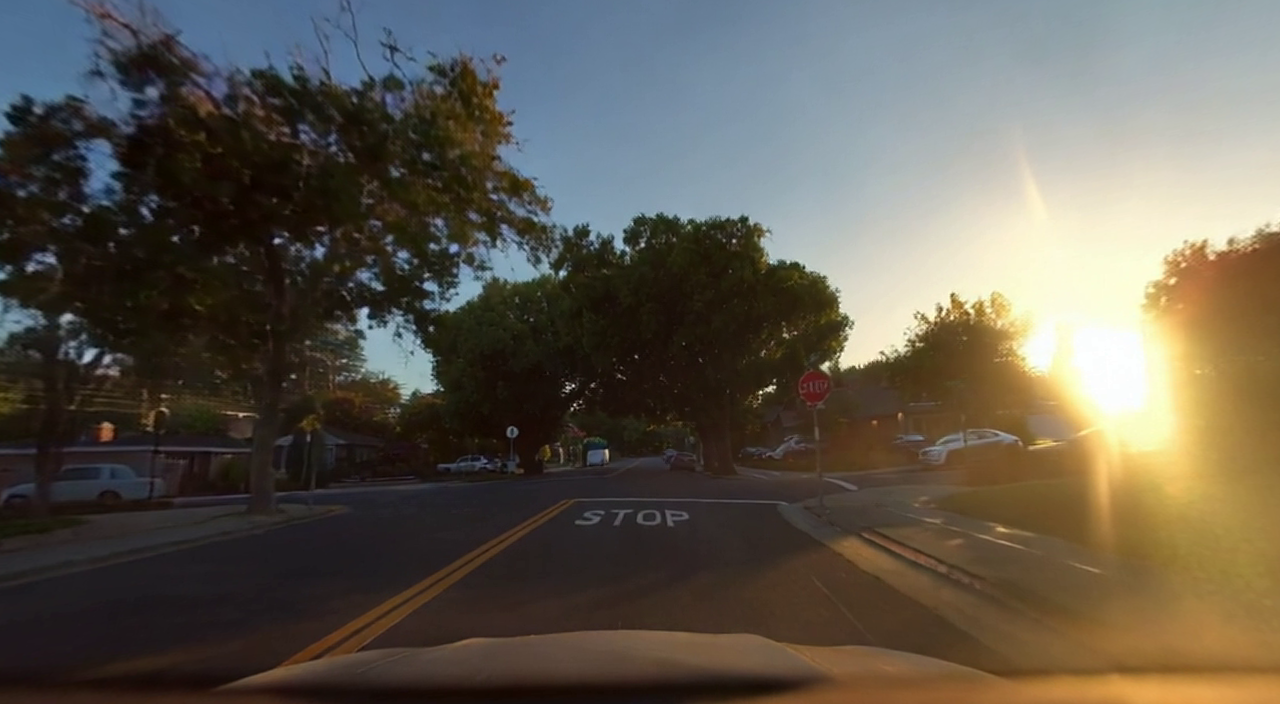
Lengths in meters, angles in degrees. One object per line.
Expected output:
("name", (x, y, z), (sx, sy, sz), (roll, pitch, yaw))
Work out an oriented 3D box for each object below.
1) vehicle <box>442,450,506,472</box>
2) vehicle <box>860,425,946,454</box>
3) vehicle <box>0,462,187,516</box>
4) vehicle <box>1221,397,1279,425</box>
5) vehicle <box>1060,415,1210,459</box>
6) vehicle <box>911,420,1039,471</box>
("vehicle", (-11.458, 7.557, 43.837), (3.937, 1.390, 1.644), (1, -7, 2))
("vehicle", (15.643, 5.274, 37.851), (1.960, 1.584, 4.669), (3, -9, -22))
("vehicle", (-16.998, 4.190, 19.592), (4.320, 1.443, 1.867), (1, -8, -8))
("vehicle", (37.407, 3.583, 37.853), (4.028, 1.469, 1.884), (3, -10, -19))
("vehicle", (17.951, 3.075, 22.910), (4.682, 1.483, 1.917), (2, -9, -19))
("vehicle", (15.590, 4.376, 29.515), (4.788, 1.875, 2.148), (1, -19, -15))
